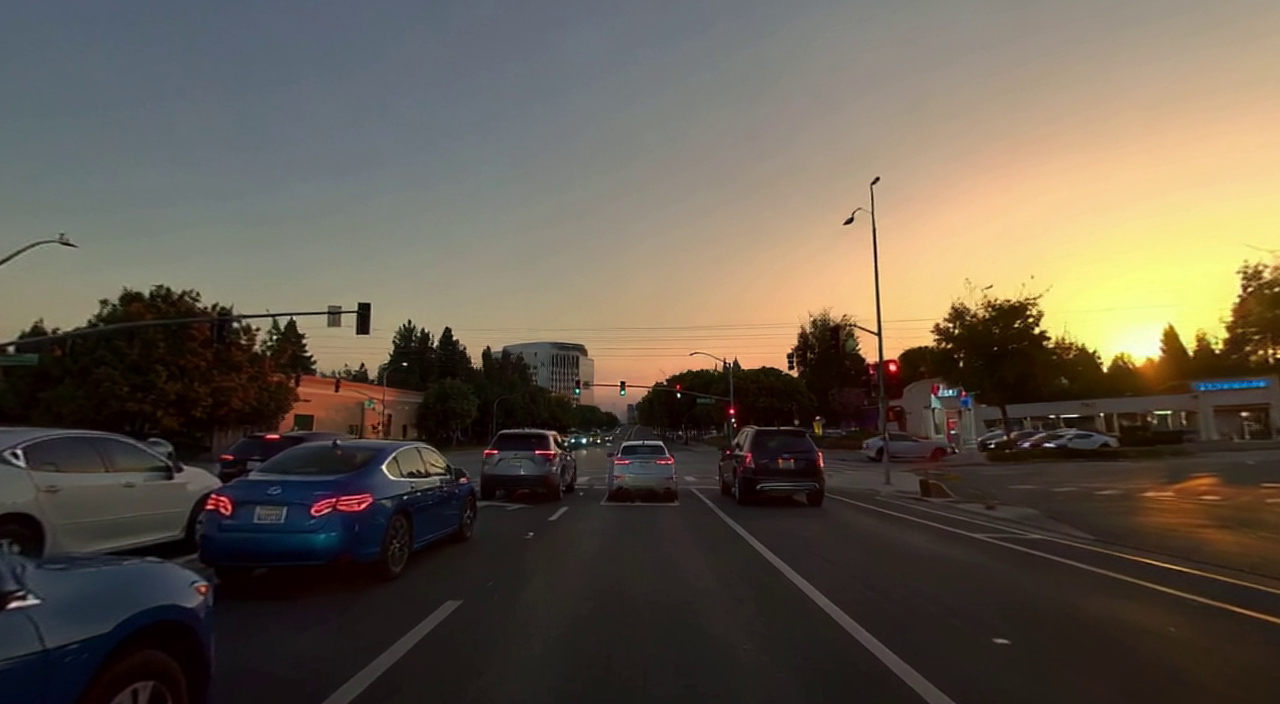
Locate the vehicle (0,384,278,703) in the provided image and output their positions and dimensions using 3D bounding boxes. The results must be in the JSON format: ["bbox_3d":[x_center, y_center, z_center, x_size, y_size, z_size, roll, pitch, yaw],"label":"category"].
[{"bbox_3d":[-3.077,0.698,0.816,2.249,1.517,4.951,0,-9,0],"label":"vehicle"}]

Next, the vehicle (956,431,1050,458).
[{"bbox_3d":[23.353,5.974,40.673,4.781,1.700,1.986,0,-9,1],"label":"vehicle"}]

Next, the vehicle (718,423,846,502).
[{"bbox_3d":[3.348,2.734,15.871,2.076,1.691,4.402,0,-9,-2],"label":"vehicle"}]

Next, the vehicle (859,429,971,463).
[{"bbox_3d":[15.724,5.462,36.299,5.504,1.821,2.173,-3,-9,13],"label":"vehicle"}]

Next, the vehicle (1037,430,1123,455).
[{"bbox_3d":[30.588,6.347,43.857,4.432,1.680,1.932,0,-9,2],"label":"vehicle"}]

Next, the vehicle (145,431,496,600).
[{"bbox_3d":[-3.335,1.785,7.810,2.014,1.472,4.357,0,-9,1],"label":"vehicle"}]

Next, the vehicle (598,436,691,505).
[{"bbox_3d":[0.142,2.913,15.835,2.032,1.499,3.994,0,-9,1],"label":"vehicle"}]

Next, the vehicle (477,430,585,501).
[{"bbox_3d":[-2.825,3.080,17.360,2.072,1.694,4.070,0,-9,2],"label":"vehicle"}]
